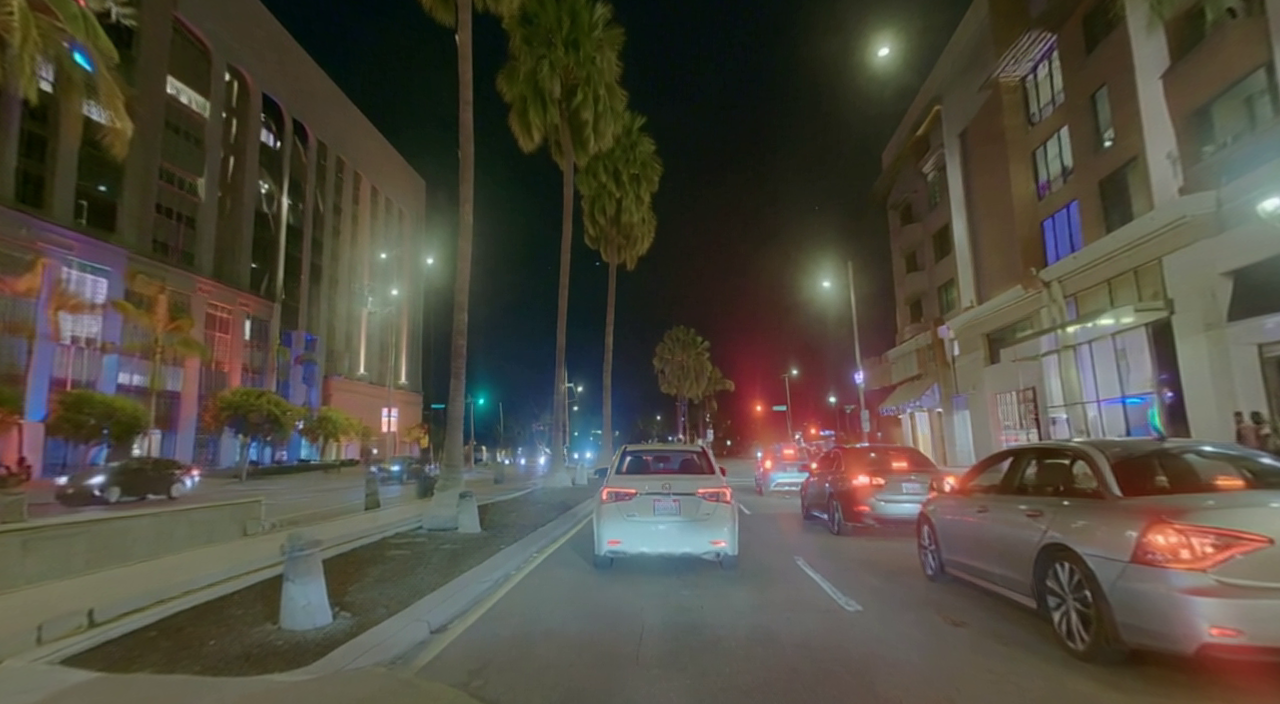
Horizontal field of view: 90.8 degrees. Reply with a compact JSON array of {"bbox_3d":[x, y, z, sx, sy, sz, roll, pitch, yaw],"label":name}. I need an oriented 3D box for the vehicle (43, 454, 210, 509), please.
[{"bbox_3d":[-16.664,4.166,20.816,1.801,1.563,4.015,-2,-9,8],"label":"vehicle"}]

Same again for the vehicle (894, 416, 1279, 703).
[{"bbox_3d":[3.643,1.301,4.571,1.913,1.469,4.425,-1,-9,2],"label":"vehicle"}]

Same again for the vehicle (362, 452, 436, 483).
[{"bbox_3d":[-14.080,6.749,37.187,2.078,1.662,4.436,-2,-9,9],"label":"vehicle"}]

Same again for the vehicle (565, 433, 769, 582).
[{"bbox_3d":[0.326,1.876,8.362,2.078,1.503,3.681,-1,-9,2],"label":"vehicle"}]

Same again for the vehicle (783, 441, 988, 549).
[{"bbox_3d":[3.943,2.347,11.127,1.920,1.490,4.417,0,-9,1],"label":"vehicle"}]
